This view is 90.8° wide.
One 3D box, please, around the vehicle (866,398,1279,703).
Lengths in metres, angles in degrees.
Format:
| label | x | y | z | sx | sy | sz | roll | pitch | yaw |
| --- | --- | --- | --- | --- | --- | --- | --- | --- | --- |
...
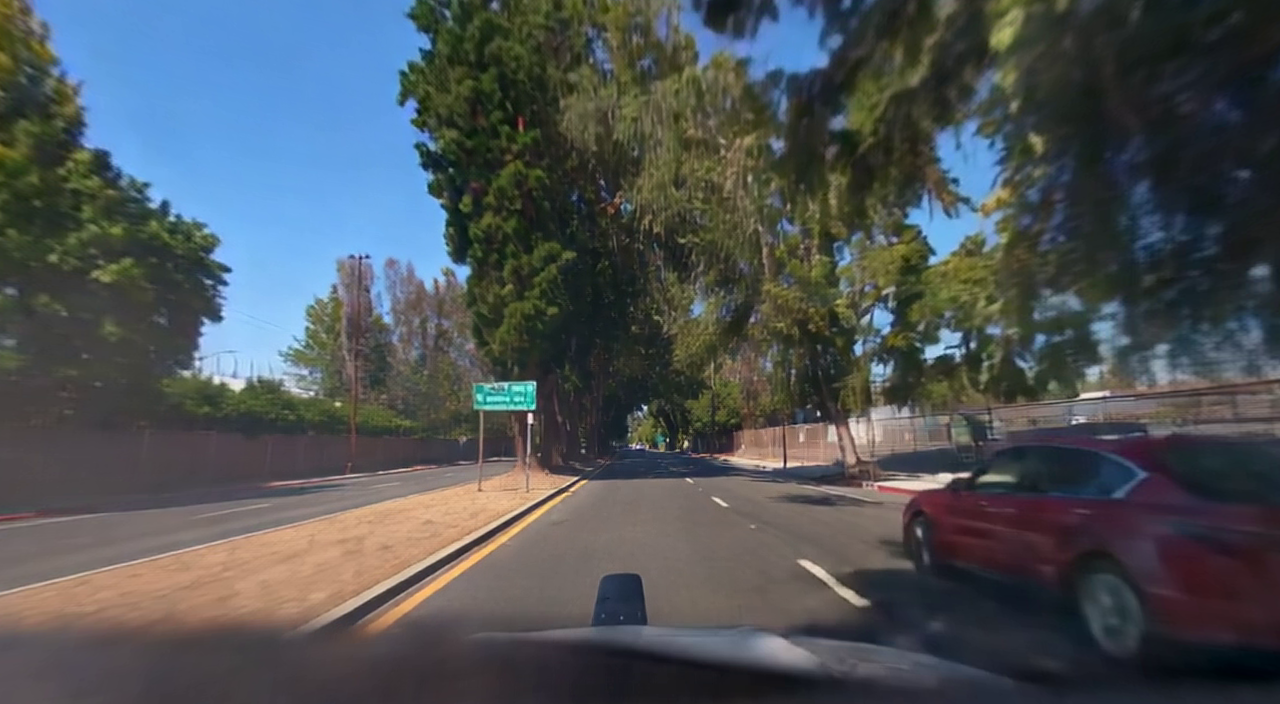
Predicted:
| label | x | y | z | sx | sy | sz | roll | pitch | yaw |
| --- | --- | --- | --- | --- | --- | --- | --- | --- | --- |
| vehicle | 3.475 | 1.268 | 4.671 | 1.985 | 1.529 | 4.316 | 0 | -8 | 0 |
